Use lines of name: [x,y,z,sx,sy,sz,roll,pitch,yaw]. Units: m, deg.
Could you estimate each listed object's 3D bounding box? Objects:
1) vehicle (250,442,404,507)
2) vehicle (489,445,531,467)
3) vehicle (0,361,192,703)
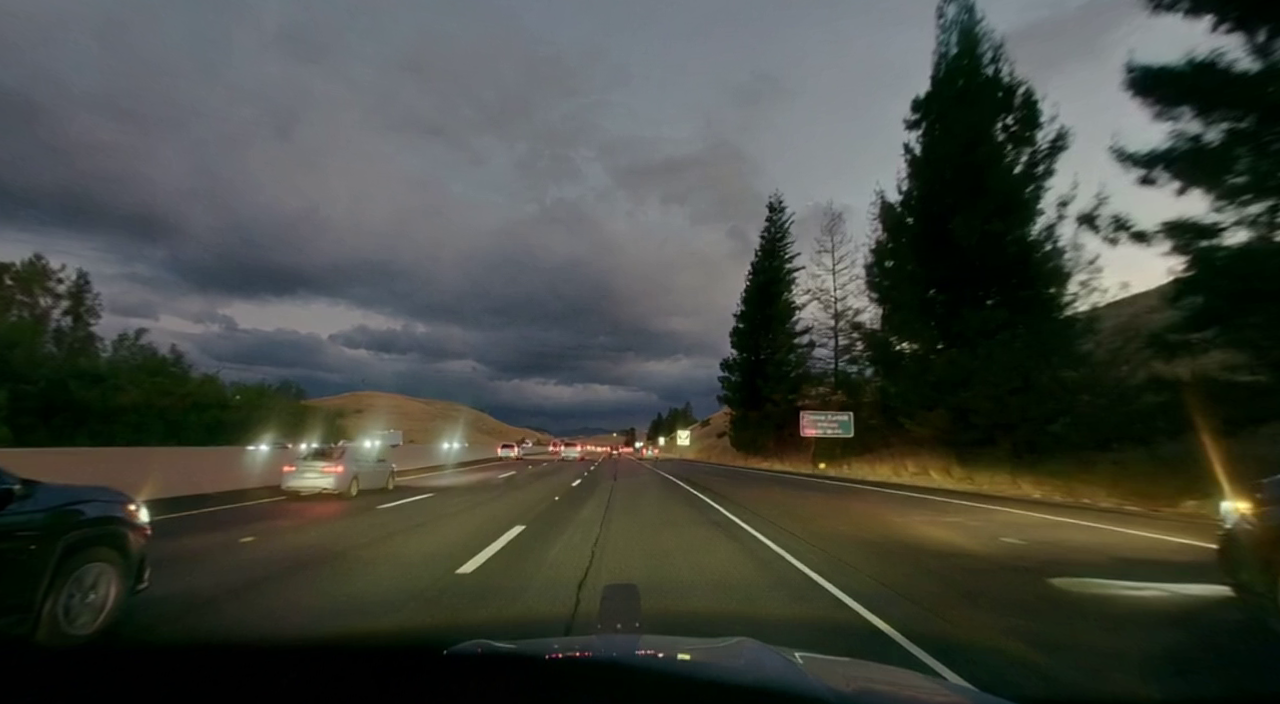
vehicle: [-8.162,3.199,17.036,1.975,1.520,4.390,0,-8,-1]
vehicle: [-8.867,7.092,43.353,2.020,1.447,4.322,0,-8,-1]
vehicle: [-4.049,0.728,1.767,2.166,1.700,4.661,0,-8,0]
